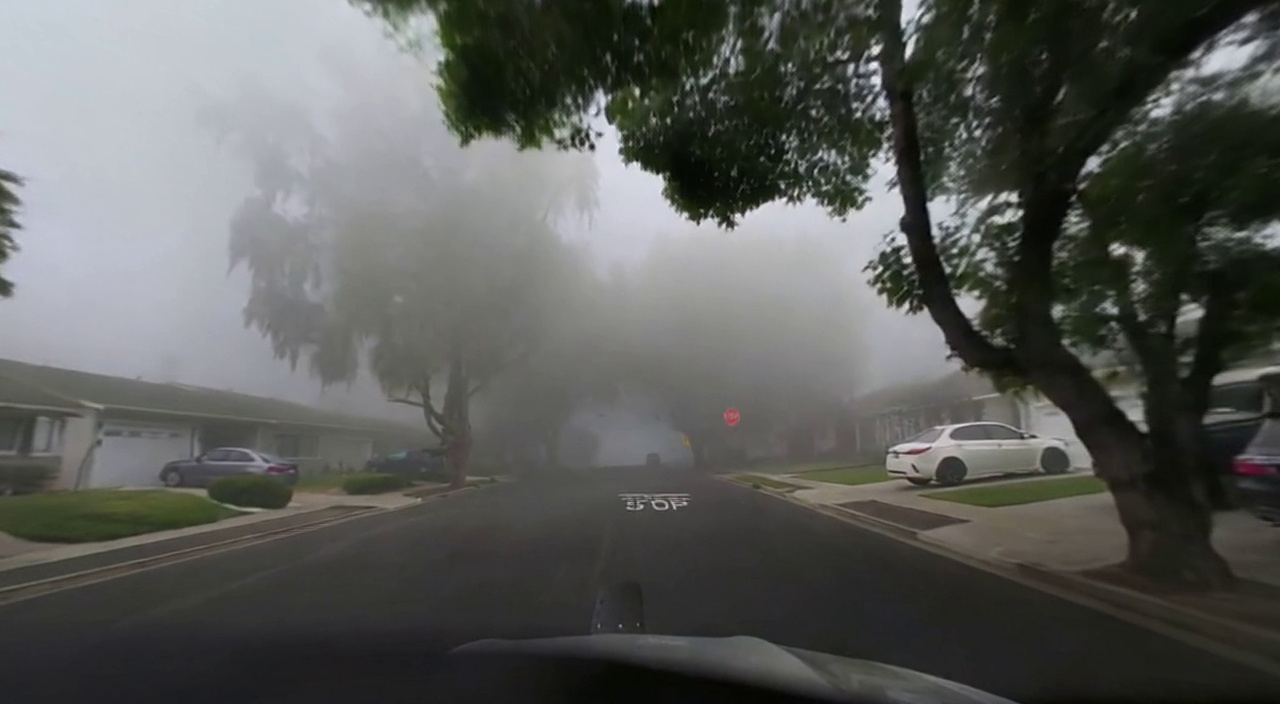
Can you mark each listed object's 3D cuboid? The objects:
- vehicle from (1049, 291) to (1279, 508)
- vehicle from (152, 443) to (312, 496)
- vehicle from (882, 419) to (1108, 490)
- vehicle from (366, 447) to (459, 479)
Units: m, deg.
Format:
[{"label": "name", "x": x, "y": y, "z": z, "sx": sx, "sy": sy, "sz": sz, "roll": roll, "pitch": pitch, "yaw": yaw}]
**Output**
[{"label": "vehicle", "x": 11.424, "y": 0.894, "z": 10.459, "sx": 7.302, "sy": 3.055, "sz": 2.848, "roll": 1, "pitch": -8, "yaw": -2}, {"label": "vehicle", "x": -14.494, "y": 4.150, "z": 22.602, "sx": 4.493, "sy": 1.776, "sz": 1.997, "roll": -1, "pitch": -9, "yaw": 9}, {"label": "vehicle", "x": 9.923, "y": 2.895, "z": 17.977, "sx": 5.234, "sy": 1.868, "sz": 2.014, "roll": 0, "pitch": -9, "yaw": -4}, {"label": "vehicle", "x": -13.723, "y": 6.693, "z": 38.354, "sx": 4.809, "sy": 1.865, "sz": 2.093, "roll": 0, "pitch": -9, "yaw": -2}]
